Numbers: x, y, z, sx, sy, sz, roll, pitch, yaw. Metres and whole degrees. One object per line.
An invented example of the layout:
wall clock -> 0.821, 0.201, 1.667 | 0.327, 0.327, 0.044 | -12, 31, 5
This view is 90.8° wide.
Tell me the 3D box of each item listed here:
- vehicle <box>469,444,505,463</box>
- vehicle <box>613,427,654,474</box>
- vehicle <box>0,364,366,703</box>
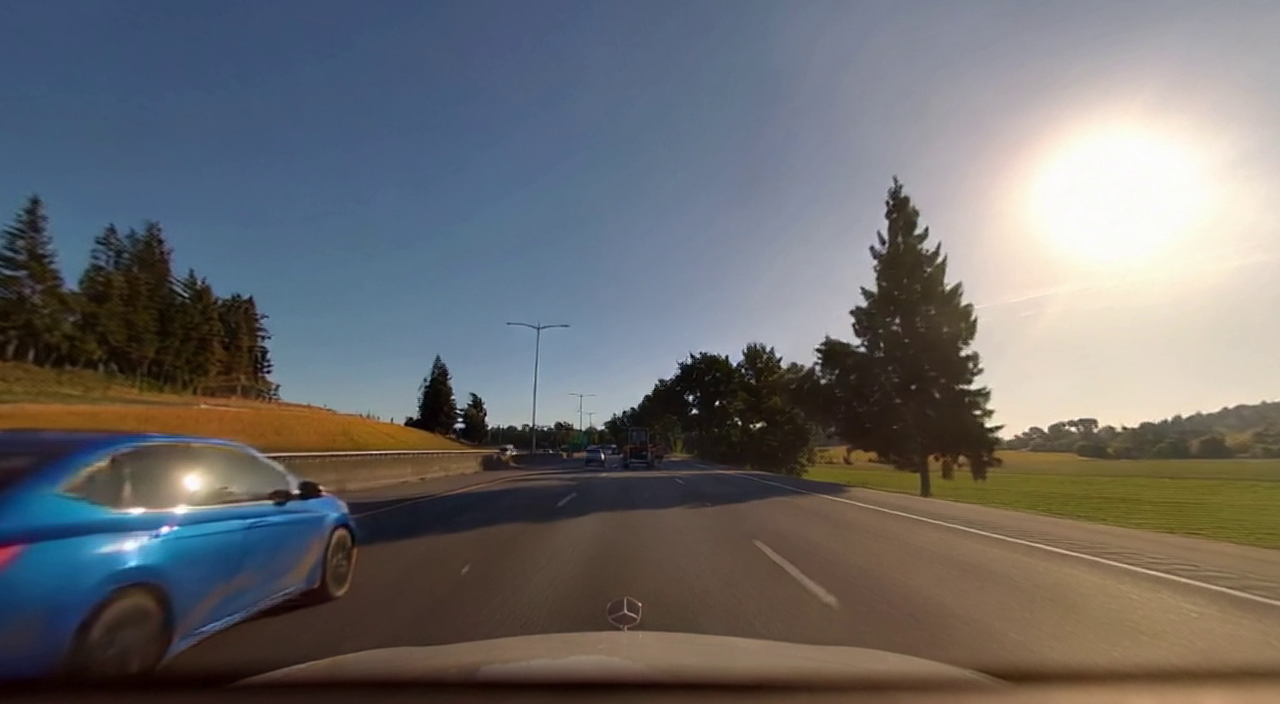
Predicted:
vehicle -> -11.911, 7.948, 49.350 | 1.767, 1.452, 3.615 | -1, -9, 3
vehicle -> -0.506, 6.971, 44.787 | 2.672, 3.056, 6.900 | 0, -9, -1
vehicle -> -3.299, 0.996, 2.994 | 2.088, 1.643, 4.215 | 0, -9, 0
